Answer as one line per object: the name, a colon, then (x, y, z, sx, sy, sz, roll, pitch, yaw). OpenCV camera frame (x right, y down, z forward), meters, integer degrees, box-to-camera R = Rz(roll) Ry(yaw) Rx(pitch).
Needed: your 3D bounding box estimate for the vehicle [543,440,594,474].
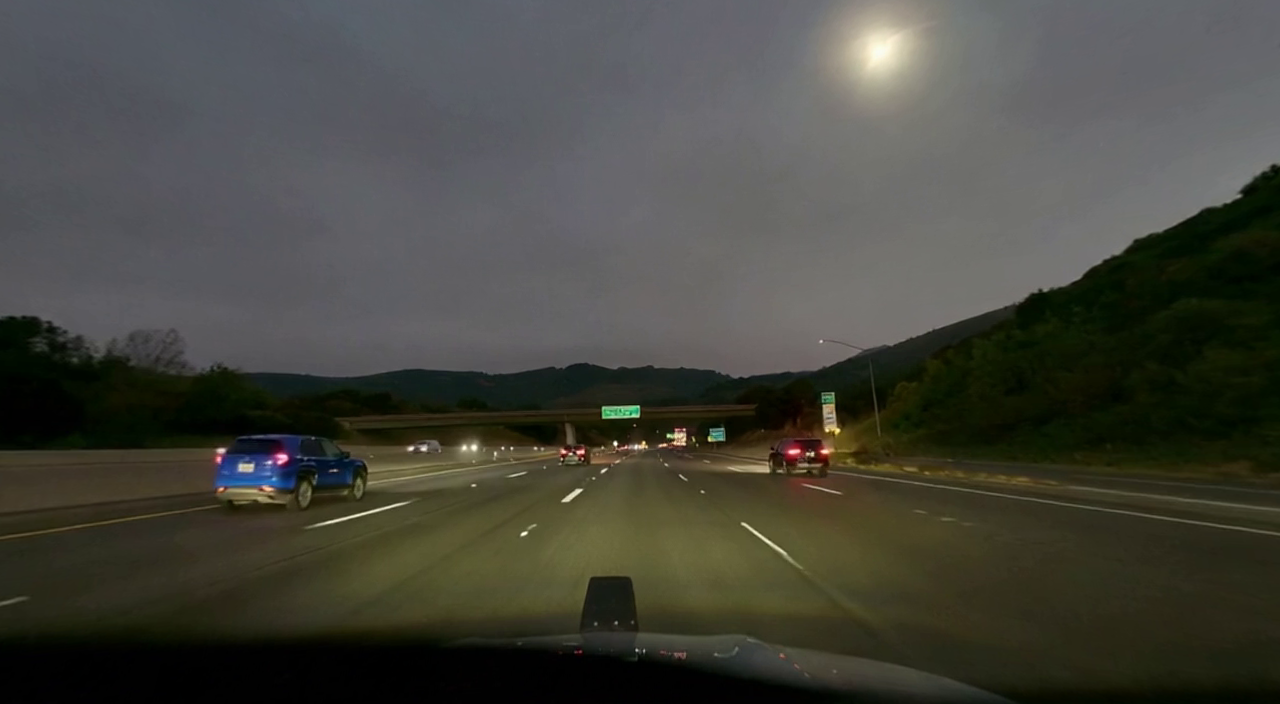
vehicle: (-3.372, 5.046, 30.480, 1.925, 1.509, 4.363, 0, -9, 0)

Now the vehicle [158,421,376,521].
vehicle: (-7.268, 2.354, 12.941, 1.860, 1.694, 4.173, 0, -9, 0)

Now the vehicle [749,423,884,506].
vehicle: (4.099, 2.711, 15.546, 1.950, 1.719, 4.545, 0, -9, -1)
